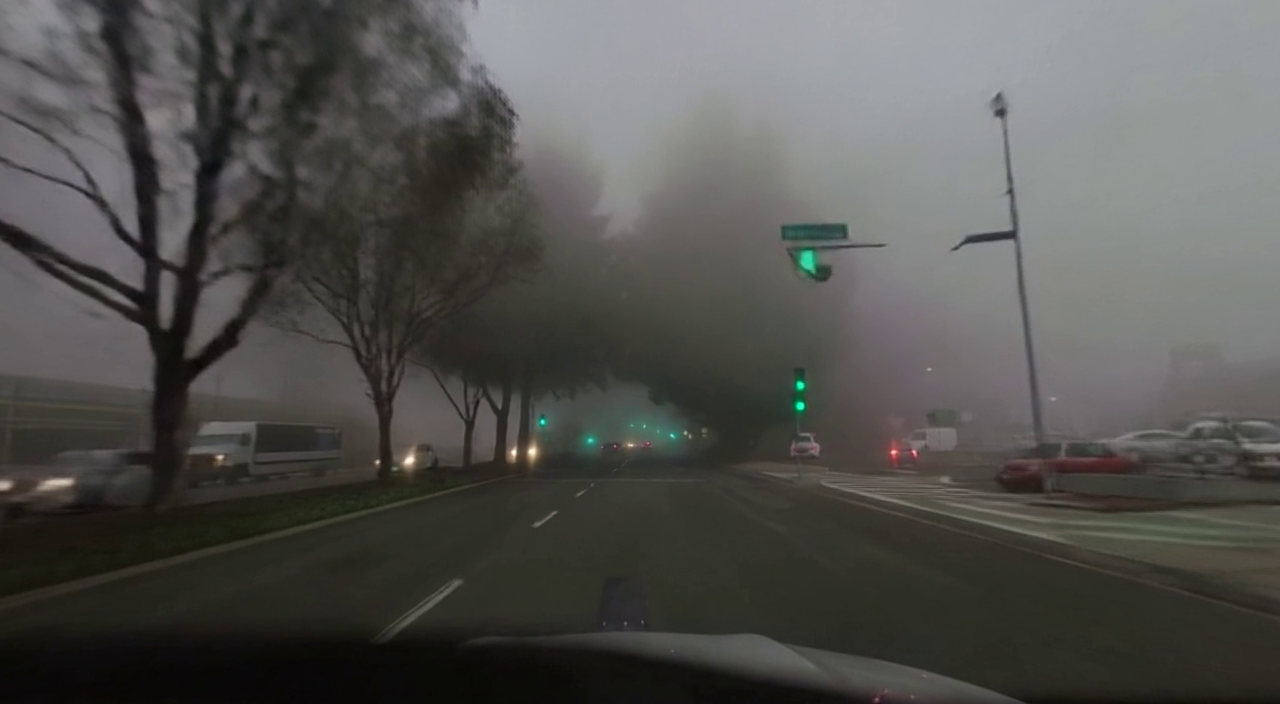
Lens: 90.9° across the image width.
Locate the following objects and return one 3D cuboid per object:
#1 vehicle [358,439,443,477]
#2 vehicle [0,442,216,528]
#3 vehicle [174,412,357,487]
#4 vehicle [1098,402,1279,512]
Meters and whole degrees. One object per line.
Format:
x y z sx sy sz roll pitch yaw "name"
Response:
-11.174 4.976 29.814 2.078 1.656 4.624 0 -9 1 "vehicle"
-11.531 2.699 13.438 1.860 1.495 4.409 0 -9 1 "vehicle"
-18.949 5.092 33.182 2.958 3.304 10.523 0 -9 1 "vehicle"
12.483 1.996 12.607 4.882 1.927 2.029 -3 -8 2 "vehicle"
